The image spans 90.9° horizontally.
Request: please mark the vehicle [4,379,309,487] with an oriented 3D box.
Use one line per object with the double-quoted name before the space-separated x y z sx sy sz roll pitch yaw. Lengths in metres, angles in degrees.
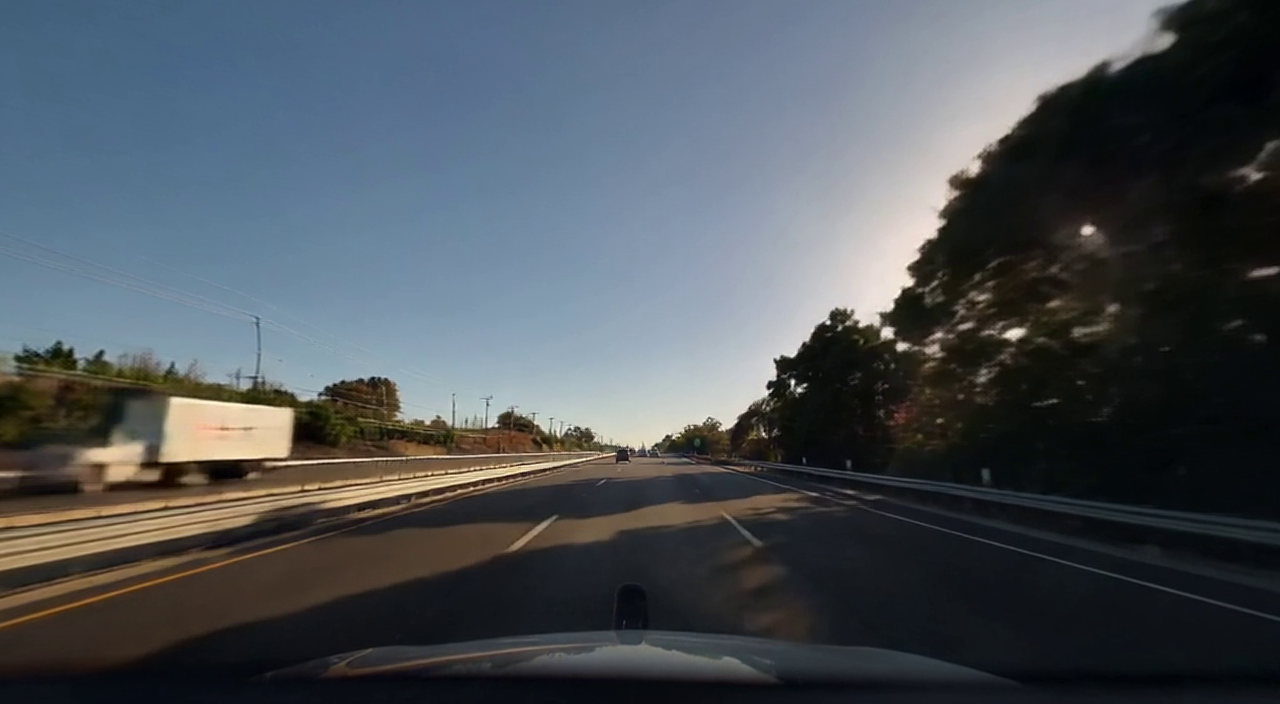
"vehicle" -18.096 3.415 25.518 2.803 3.326 11.973 0 -9 0
